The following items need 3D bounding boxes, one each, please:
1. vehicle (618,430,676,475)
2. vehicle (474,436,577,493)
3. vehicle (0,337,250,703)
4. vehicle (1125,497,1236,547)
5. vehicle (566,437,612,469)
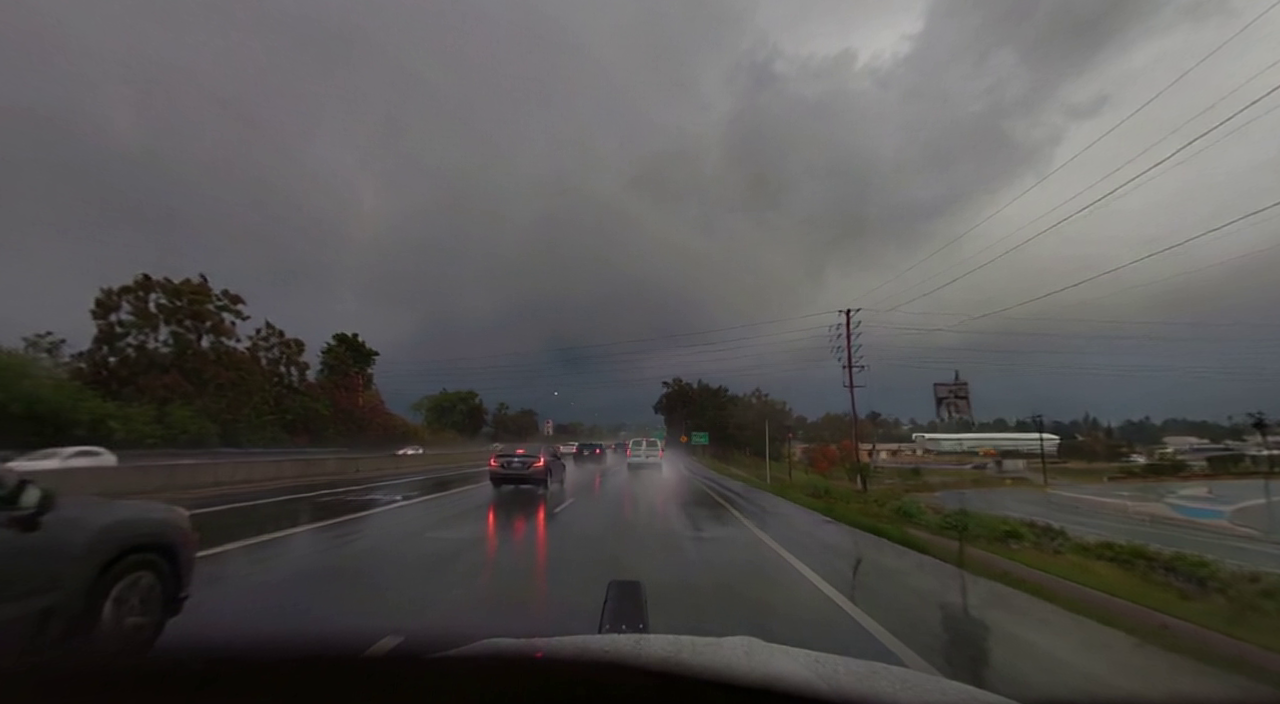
[{"bbox_3d":[0.334,4.361,27.502,2.319,1.813,4.274,0,-8,1],"label":"vehicle"},{"bbox_3d":[-3.233,3.290,18.826,2.092,1.464,4.466,0,-8,2],"label":"vehicle"},{"bbox_3d":[-3.824,0.730,2.087,2.104,1.754,4.515,0,-8,1],"label":"vehicle"},{"bbox_3d":[30.652,9.576,36.056,2.164,2.048,5.656,-2,-8,11],"label":"vehicle"},{"bbox_3d":[-2.867,5.814,36.535,2.051,1.695,4.731,-1,-8,3],"label":"vehicle"}]
